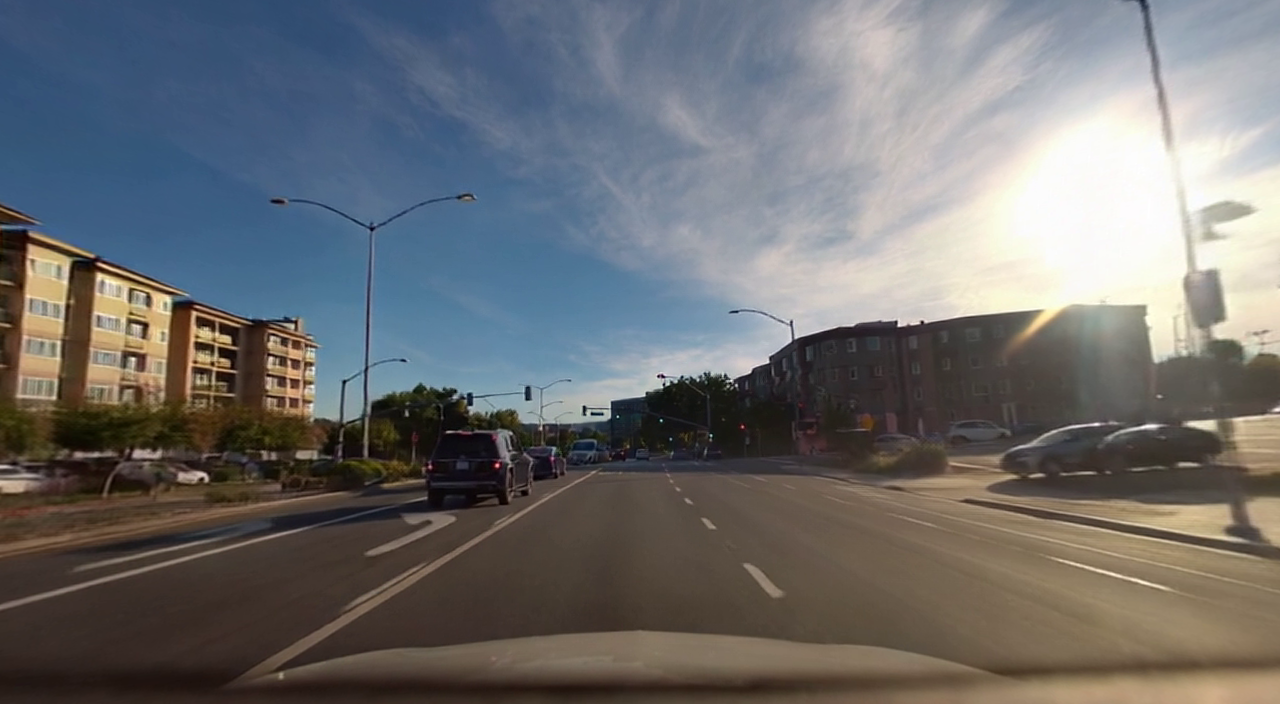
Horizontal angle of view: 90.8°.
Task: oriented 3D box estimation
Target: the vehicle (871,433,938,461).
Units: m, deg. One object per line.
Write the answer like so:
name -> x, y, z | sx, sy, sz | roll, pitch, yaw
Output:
vehicle -> 14.811, 5.366, 35.653 | 1.865, 1.425, 4.439 | 0, -9, 0

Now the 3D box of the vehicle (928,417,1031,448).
vehicle -> 23.198, 5.556, 43.373 | 5.656, 1.985, 2.187 | -1, -9, 3

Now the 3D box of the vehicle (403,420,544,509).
vehicle -> -3.963, 2.795, 16.107 | 2.220, 1.888, 4.904 | 0, -9, 0

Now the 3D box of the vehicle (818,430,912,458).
vehicle -> 15.667, 6.432, 44.232 | 5.618, 1.857, 2.296 | 0, -9, -2

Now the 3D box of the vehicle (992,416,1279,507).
vehicle -> 10.453, 2.348, 13.724 | 4.399, 1.722, 2.202 | -3, -9, 16

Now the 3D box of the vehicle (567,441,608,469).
vehicle -> -3.424, 6.800, 41.897 | 2.180, 1.699, 4.485 | -1, -9, 2

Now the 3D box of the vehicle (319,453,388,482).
vehicle -> -15.977, 6.436, 35.514 | 1.835, 1.448, 4.208 | -1, -9, 1
